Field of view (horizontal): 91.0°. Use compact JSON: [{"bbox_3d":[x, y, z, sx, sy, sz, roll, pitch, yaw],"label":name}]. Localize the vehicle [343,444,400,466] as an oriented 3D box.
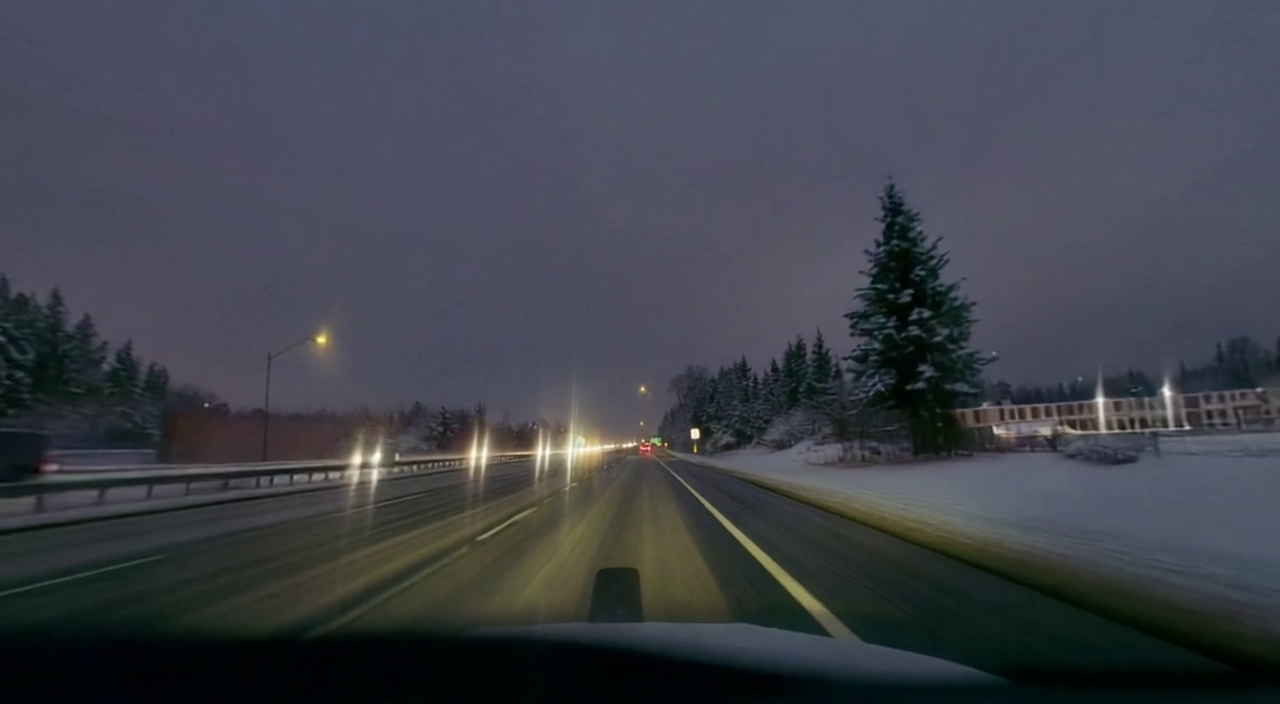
[{"bbox_3d":[-19.298,7.426,45.477,1.982,1.495,4.441,0,-9,2],"label":"vehicle"}]
